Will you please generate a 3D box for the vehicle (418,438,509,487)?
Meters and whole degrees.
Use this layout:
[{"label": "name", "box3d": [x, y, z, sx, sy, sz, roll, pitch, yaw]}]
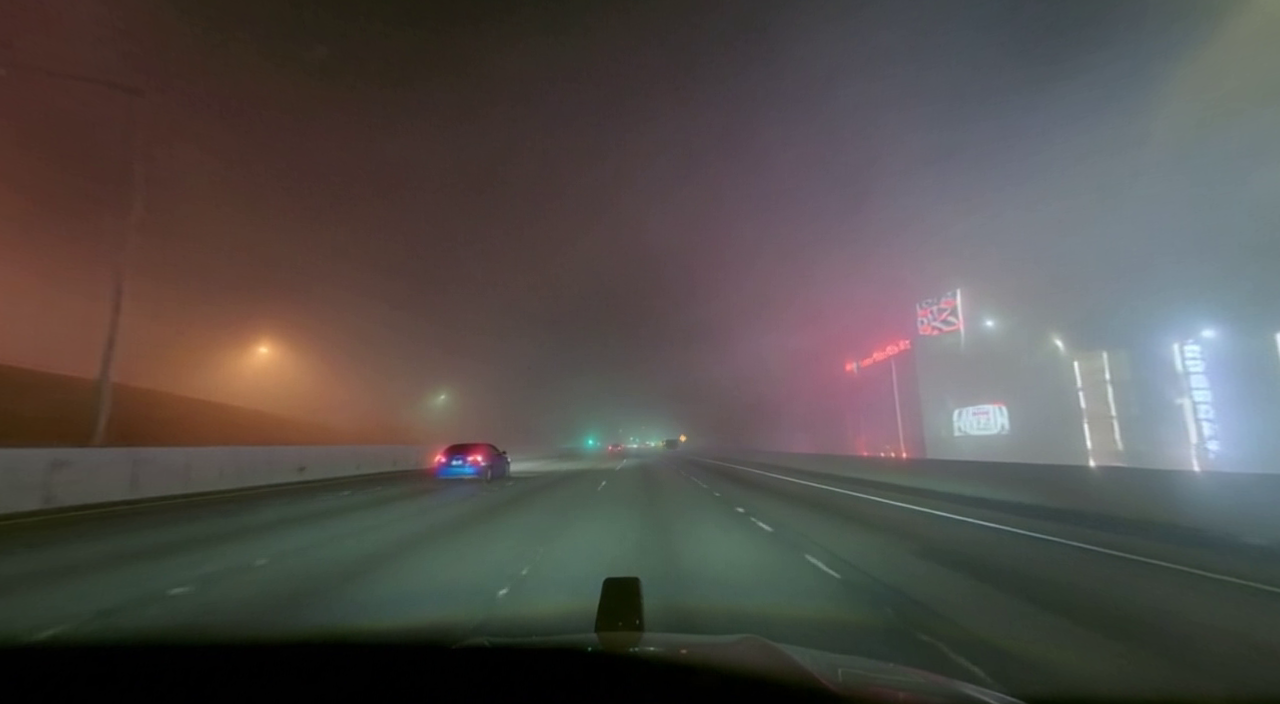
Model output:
[{"label": "vehicle", "box3d": [-6.127, 3.870, 22.513, 1.990, 1.529, 4.288, 0, -8, 0]}]
